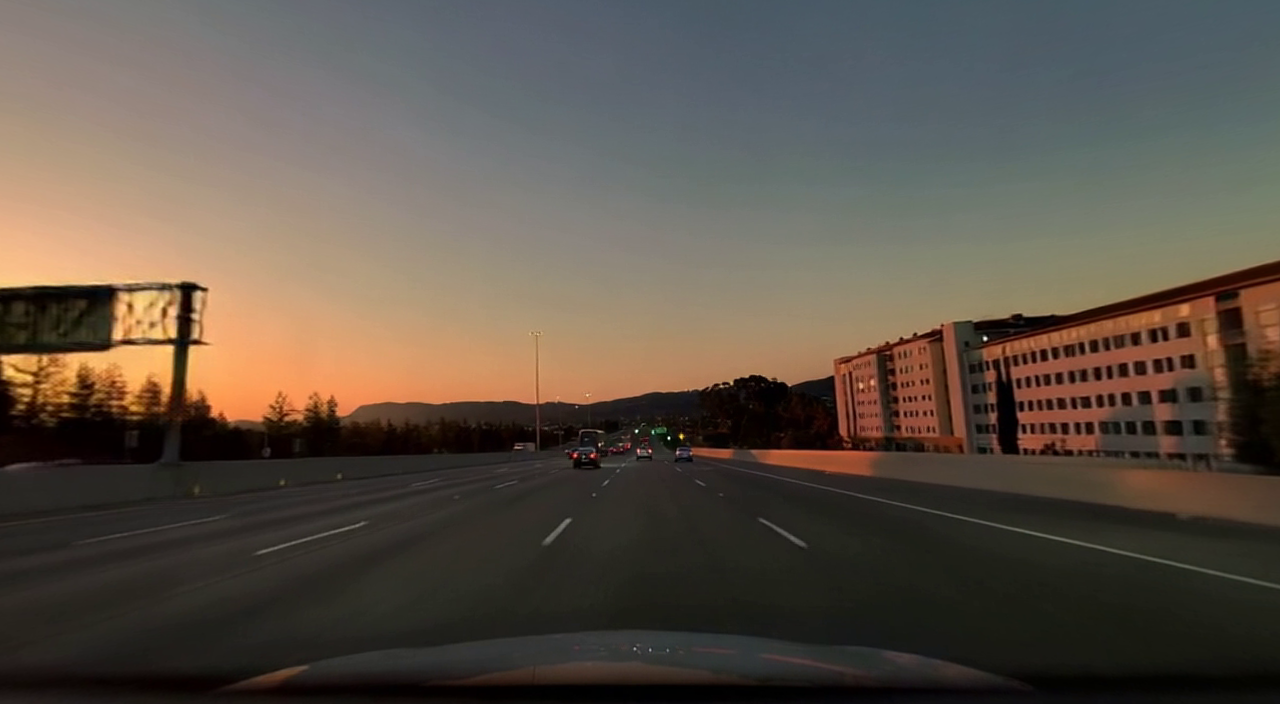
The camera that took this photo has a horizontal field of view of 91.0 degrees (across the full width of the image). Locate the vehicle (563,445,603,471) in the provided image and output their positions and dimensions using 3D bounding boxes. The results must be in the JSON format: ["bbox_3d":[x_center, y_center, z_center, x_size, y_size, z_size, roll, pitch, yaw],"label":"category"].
[{"bbox_3d":[-3.639,6.889,41.147,2.195,1.630,4.336,0,-9,0],"label":"vehicle"}]
